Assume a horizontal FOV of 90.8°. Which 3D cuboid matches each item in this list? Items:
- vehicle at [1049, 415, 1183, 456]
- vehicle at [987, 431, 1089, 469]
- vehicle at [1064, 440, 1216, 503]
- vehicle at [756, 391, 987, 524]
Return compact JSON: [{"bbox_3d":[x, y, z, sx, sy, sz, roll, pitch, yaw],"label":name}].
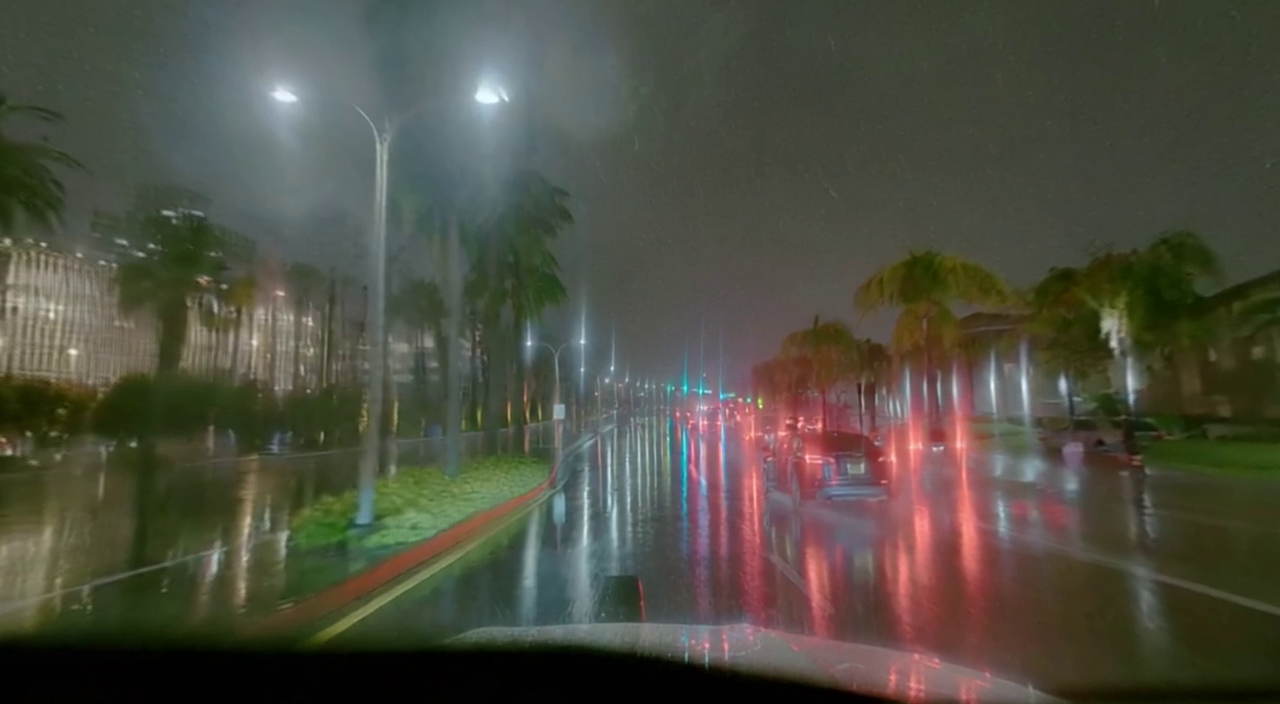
[{"bbox_3d":[25.058,4.374,33.427,4.991,1.798,2.501,-3,-5,1],"label":"vehicle"},{"bbox_3d":[17.859,4.423,28.639,1.818,1.568,4.309,-1,-8,1],"label":"vehicle"},{"bbox_3d":[17.751,4.194,22.734,1.909,1.442,4.265,-4,-2,-2],"label":"vehicle"},{"bbox_3d":[3.607,1.777,11.062,2.219,1.795,4.718,0,-8,0],"label":"vehicle"}]
